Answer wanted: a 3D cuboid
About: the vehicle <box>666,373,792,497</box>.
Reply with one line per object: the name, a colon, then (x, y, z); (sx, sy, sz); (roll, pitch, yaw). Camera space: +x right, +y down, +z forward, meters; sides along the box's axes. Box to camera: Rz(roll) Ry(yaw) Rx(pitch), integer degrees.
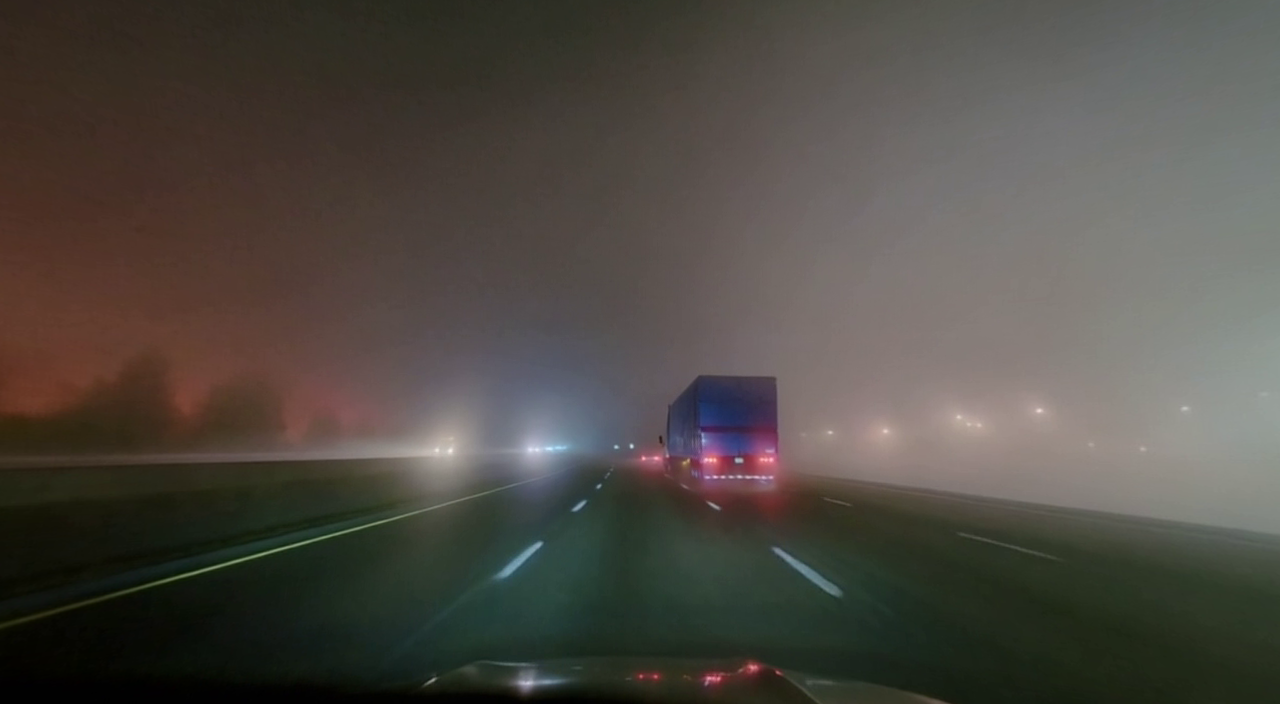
vehicle: (3.334, 4.073, 29.635); (3.462, 4.177, 16.311); (0, -9, 0)
